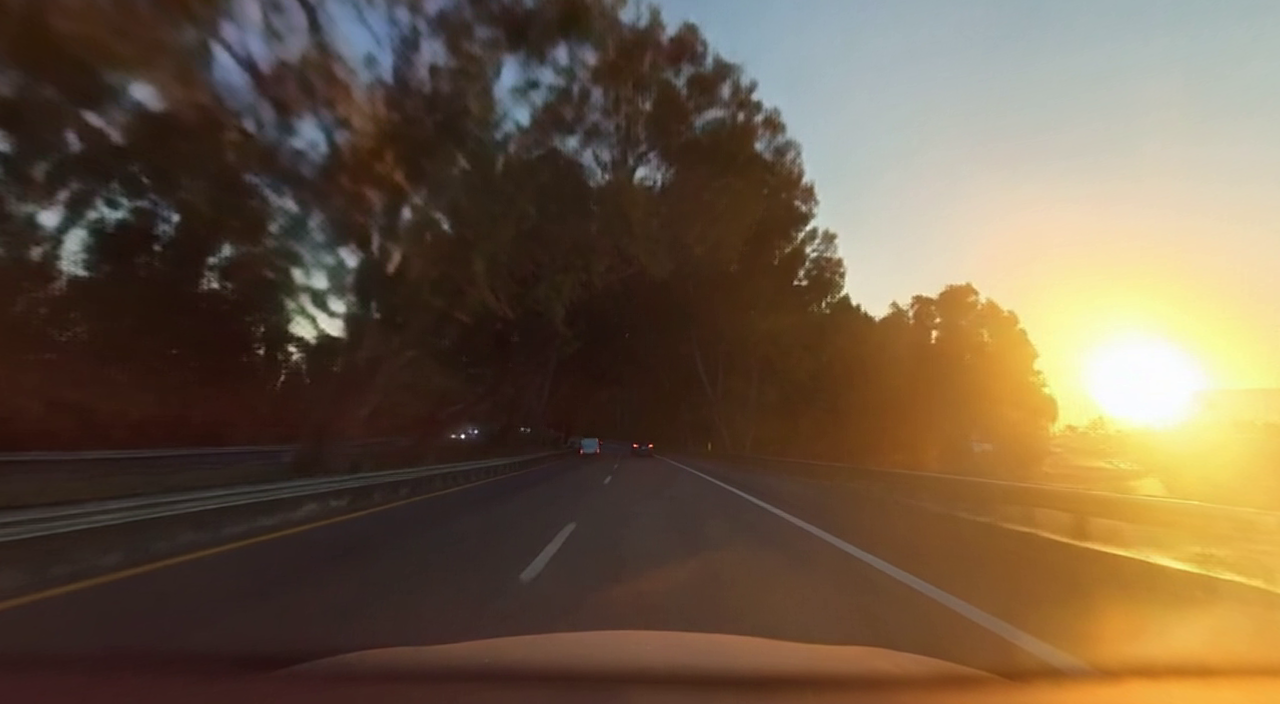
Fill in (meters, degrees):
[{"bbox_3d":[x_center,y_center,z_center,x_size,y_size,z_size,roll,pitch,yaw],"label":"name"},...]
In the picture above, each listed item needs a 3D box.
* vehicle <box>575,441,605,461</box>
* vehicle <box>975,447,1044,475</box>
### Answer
[{"bbox_3d":[-3.929,7.849,49.867,2.057,1.514,3.845,0,-8,0],"label":"vehicle"},{"bbox_3d":[22.313,6.558,38.236,1.889,1.560,4.976,-2,-8,9],"label":"vehicle"}]
